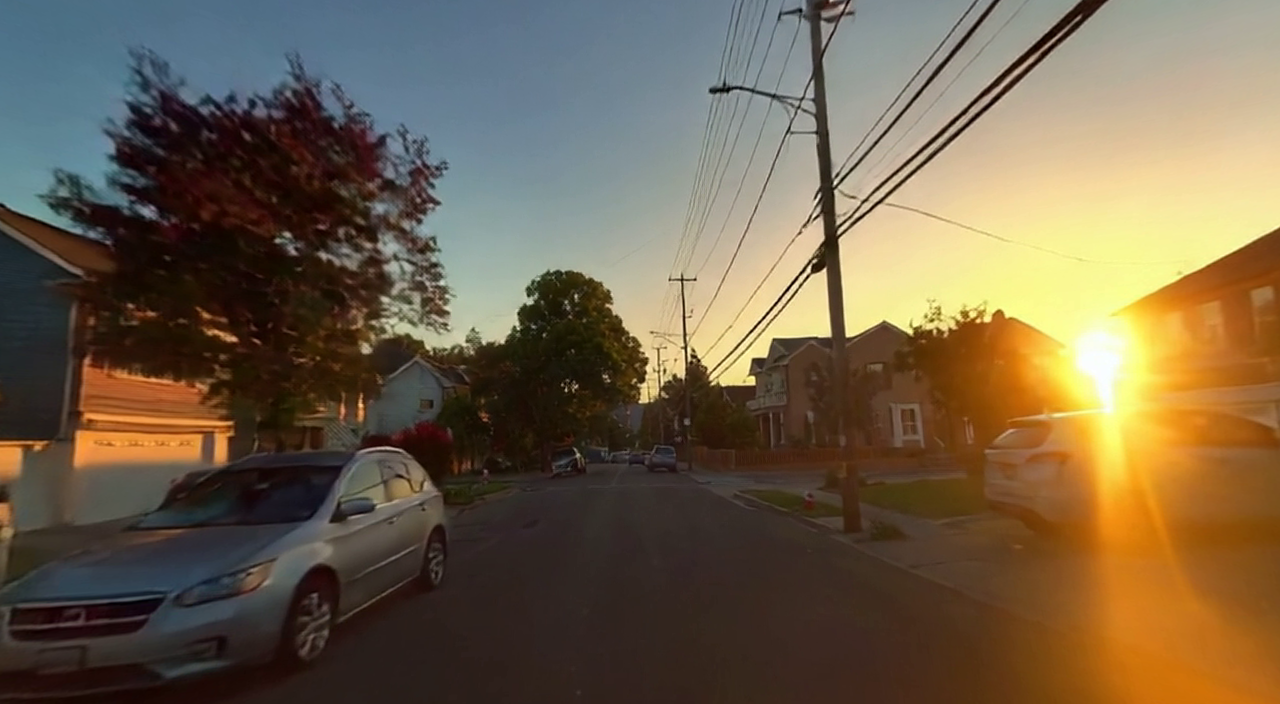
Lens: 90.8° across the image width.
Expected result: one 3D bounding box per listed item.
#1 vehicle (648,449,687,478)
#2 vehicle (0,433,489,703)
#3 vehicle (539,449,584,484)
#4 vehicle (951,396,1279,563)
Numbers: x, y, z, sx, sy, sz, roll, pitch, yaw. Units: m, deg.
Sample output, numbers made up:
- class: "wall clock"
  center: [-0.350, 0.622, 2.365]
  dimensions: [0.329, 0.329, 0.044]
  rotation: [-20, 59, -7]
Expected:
- class: "vehicle"
  center: [1.801, 7.555, 43.153]
  dimensions: [2.129, 1.873, 4.471]
  rotation: [0, -9, -4]
- class: "vehicle"
  center: [-3.253, 1.827, 6.373]
  dimensions: [2.204, 1.655, 4.813]
  rotation: [-7, -8, -2]
- class: "vehicle"
  center: [-4.394, 6.415, 35.836]
  dimensions: [2.082, 1.759, 4.541]
  rotation: [-2, -8, -1]
- class: "vehicle"
  center: [7.971, 1.867, 9.587]
  dimensions: [5.274, 2.170, 2.205]
  rotation: [0, -10, -4]
